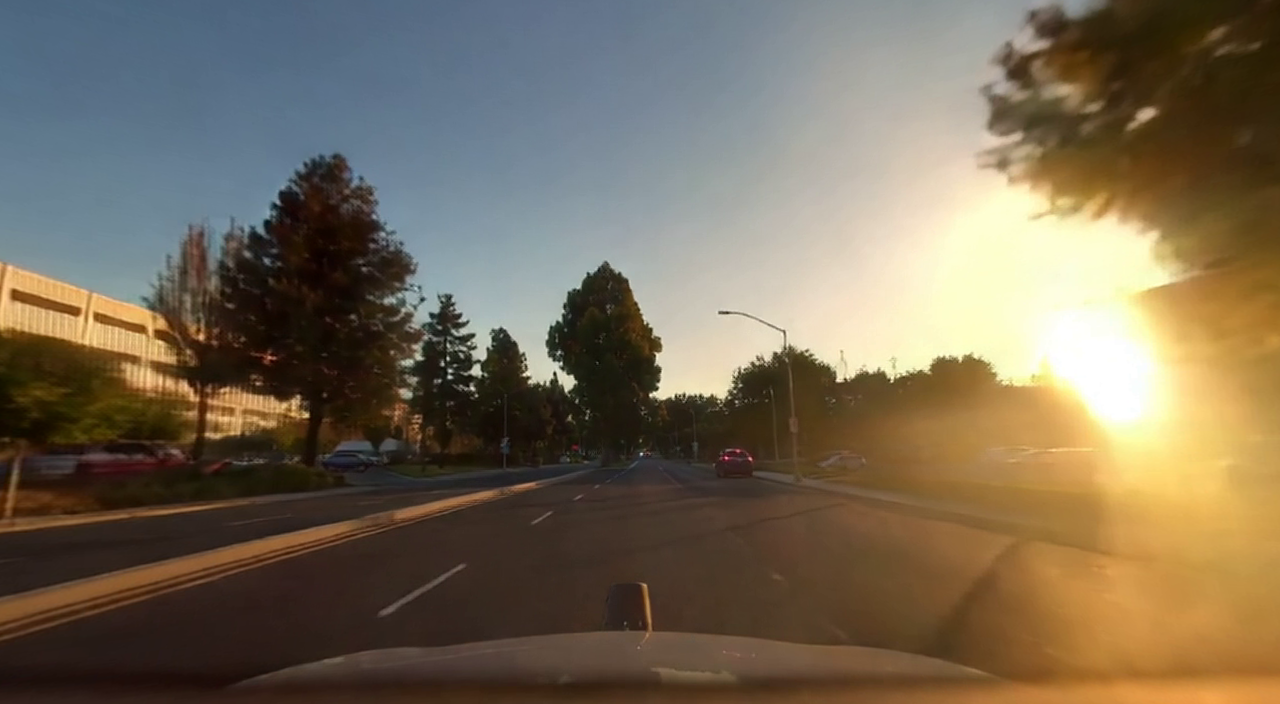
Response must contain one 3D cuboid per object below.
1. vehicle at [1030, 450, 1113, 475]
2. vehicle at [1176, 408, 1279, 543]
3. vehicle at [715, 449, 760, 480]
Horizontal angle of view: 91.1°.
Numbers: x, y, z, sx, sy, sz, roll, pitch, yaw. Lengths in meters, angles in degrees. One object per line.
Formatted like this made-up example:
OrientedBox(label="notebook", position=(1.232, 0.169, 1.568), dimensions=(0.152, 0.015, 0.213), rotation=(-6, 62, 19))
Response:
OrientedBox(label="vehicle", position=(32.291, 8.316, 47.093), dimensions=(4.608, 1.638, 2.017), rotation=(-2, -10, 0))
OrientedBox(label="vehicle", position=(11.251, 1.768, 9.085), dimensions=(4.903, 1.831, 2.098), rotation=(0, -9, 2))
OrientedBox(label="vehicle", position=(7.137, 8.236, 46.481), dimensions=(2.365, 2.138, 5.499), rotation=(0, -9, -1))
